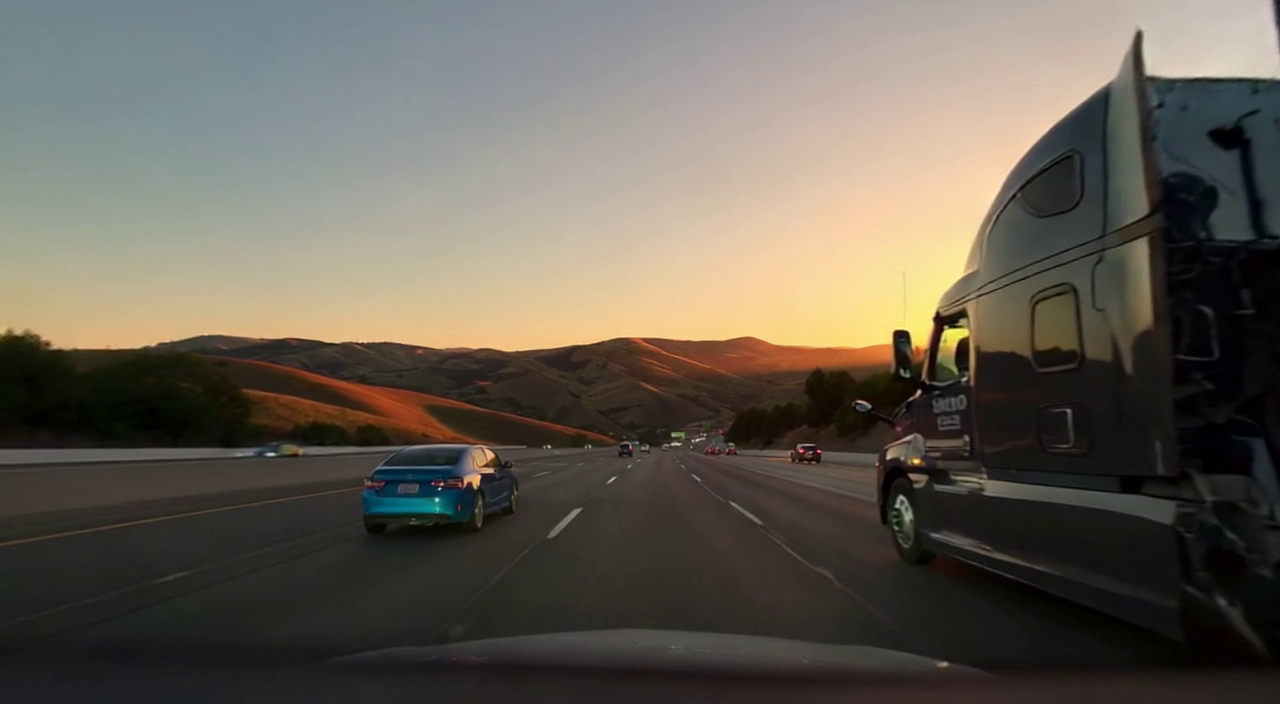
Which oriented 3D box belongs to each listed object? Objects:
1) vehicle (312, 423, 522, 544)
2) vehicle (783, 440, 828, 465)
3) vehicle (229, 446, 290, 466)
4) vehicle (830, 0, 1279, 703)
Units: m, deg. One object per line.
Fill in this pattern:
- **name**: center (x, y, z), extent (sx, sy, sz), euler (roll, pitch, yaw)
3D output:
- **vehicle**: center (-3.369, 2.060, 10.446), extent (1.967, 1.615, 3.886), euler (0, -8, 2)
- **vehicle**: center (12.107, 7.366, 46.225), extent (2.062, 1.736, 4.589), euler (0, -8, 0)
- **vehicle**: center (-28.783, 7.841, 47.618), extent (1.750, 1.449, 4.382), euler (0, -8, 1)
- **vehicle**: center (4.059, 0.020, 3.938), extent (3.277, 3.871, 7.882), euler (0, -9, 1)
